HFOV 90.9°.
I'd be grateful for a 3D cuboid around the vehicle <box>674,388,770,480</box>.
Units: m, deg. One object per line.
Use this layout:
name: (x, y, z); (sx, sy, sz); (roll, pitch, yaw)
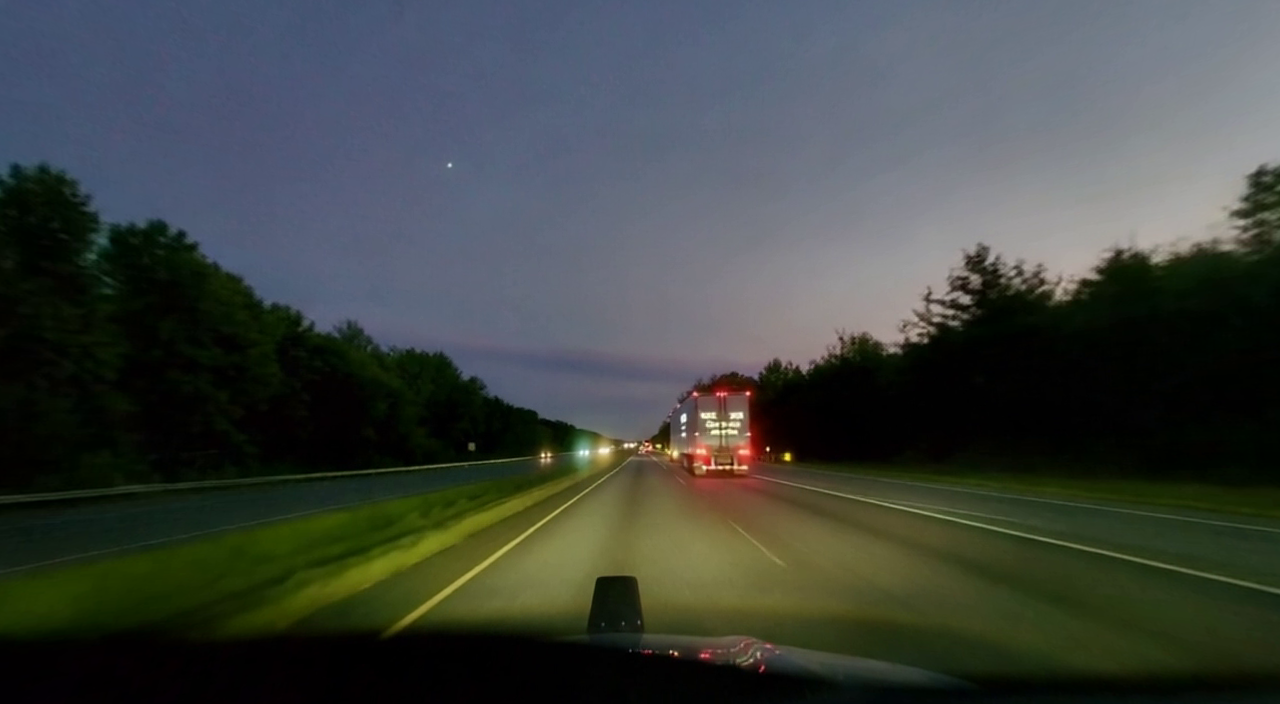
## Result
vehicle: (3.780, 4.470, 33.228); (2.955, 3.825, 14.115); (0, -9, -1)
